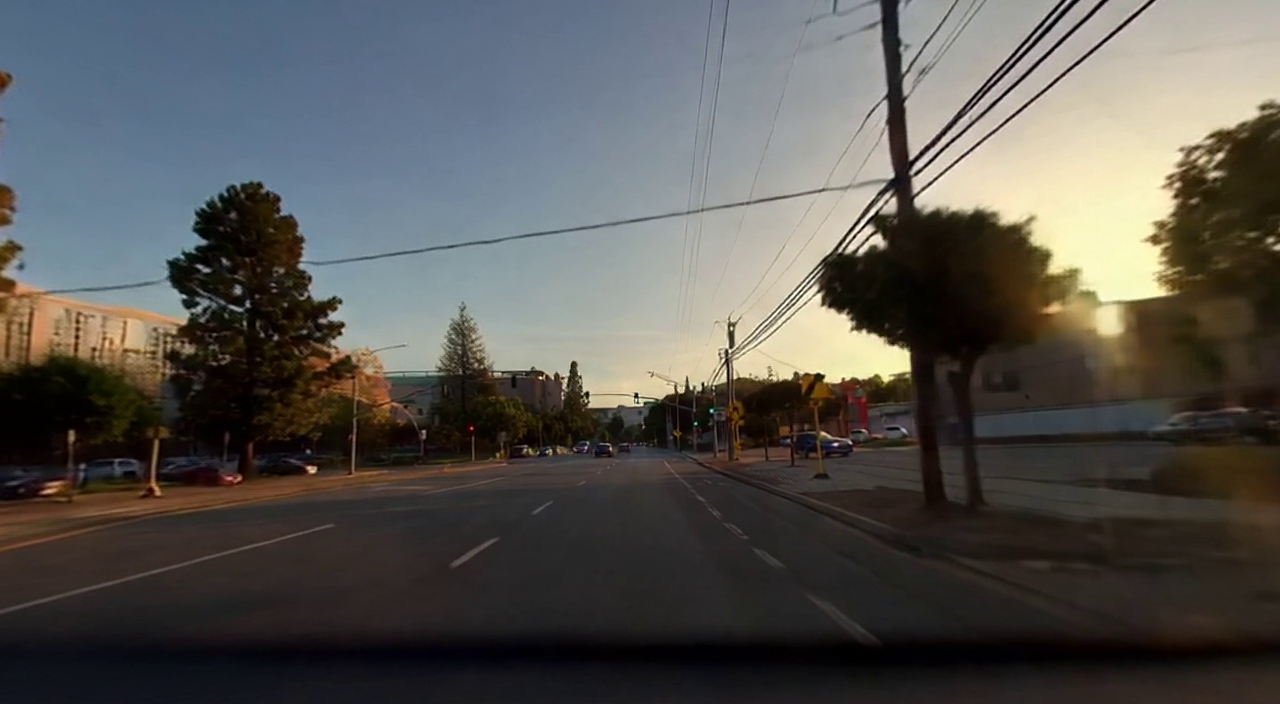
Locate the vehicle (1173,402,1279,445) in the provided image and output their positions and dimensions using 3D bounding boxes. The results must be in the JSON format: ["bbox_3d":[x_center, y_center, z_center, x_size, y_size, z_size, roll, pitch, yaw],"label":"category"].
[{"bbox_3d":[25.227,2.993,26.070,4.461,1.695,1.999,0,-8,1],"label":"vehicle"}]

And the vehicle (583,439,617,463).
[{"bbox_3d":[-3.069,7.752,49.553,2.229,1.821,4.681,0,-8,2],"label":"vehicle"}]

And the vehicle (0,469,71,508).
[{"bbox_3d":[-26.897,5.757,26.660,3.730,1.485,1.937,0,-8,1],"label":"vehicle"}]

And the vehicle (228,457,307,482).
[{"bbox_3d":[-27.004,8.506,45.767,4.451,1.724,1.988,0,-8,0],"label":"vehicle"}]

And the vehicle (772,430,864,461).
[{"bbox_3d":[10.506,5.559,37.426,4.765,1.738,2.101,0,-8,-3],"label":"vehicle"}]
